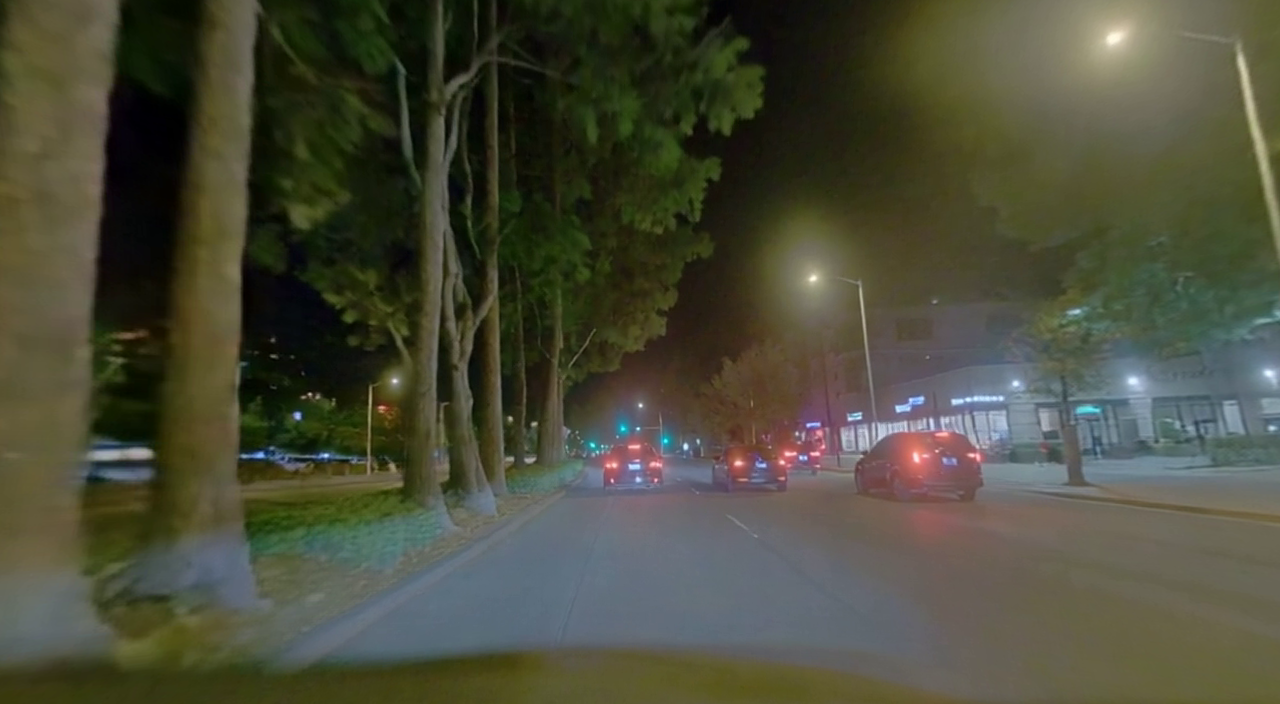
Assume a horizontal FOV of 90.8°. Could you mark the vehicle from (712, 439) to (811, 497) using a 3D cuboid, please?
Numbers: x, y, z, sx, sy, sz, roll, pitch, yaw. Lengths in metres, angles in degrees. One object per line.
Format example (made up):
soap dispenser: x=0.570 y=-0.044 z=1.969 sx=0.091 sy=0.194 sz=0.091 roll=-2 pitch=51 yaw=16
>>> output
vehicle: x=3.438 y=3.385 z=18.768 sx=1.993 sy=1.477 sz=4.240 roll=0 pitch=-9 yaw=-1

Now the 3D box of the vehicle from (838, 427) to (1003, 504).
vehicle: x=7.116 y=2.948 z=16.763 sx=2.052 sy=1.708 sz=4.842 roll=0 pitch=-9 yaw=-1

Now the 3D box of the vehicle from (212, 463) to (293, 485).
vehicle: x=-28.187 y=8.889 z=46.012 sx=4.693 sy=1.499 sz=1.838 roll=-1 pitch=-9 yaw=1

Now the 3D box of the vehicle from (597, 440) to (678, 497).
vehicle: x=-0.133 y=3.364 z=18.536 sx=2.101 sy=1.444 sz=4.248 roll=0 pitch=-9 yaw=-2
